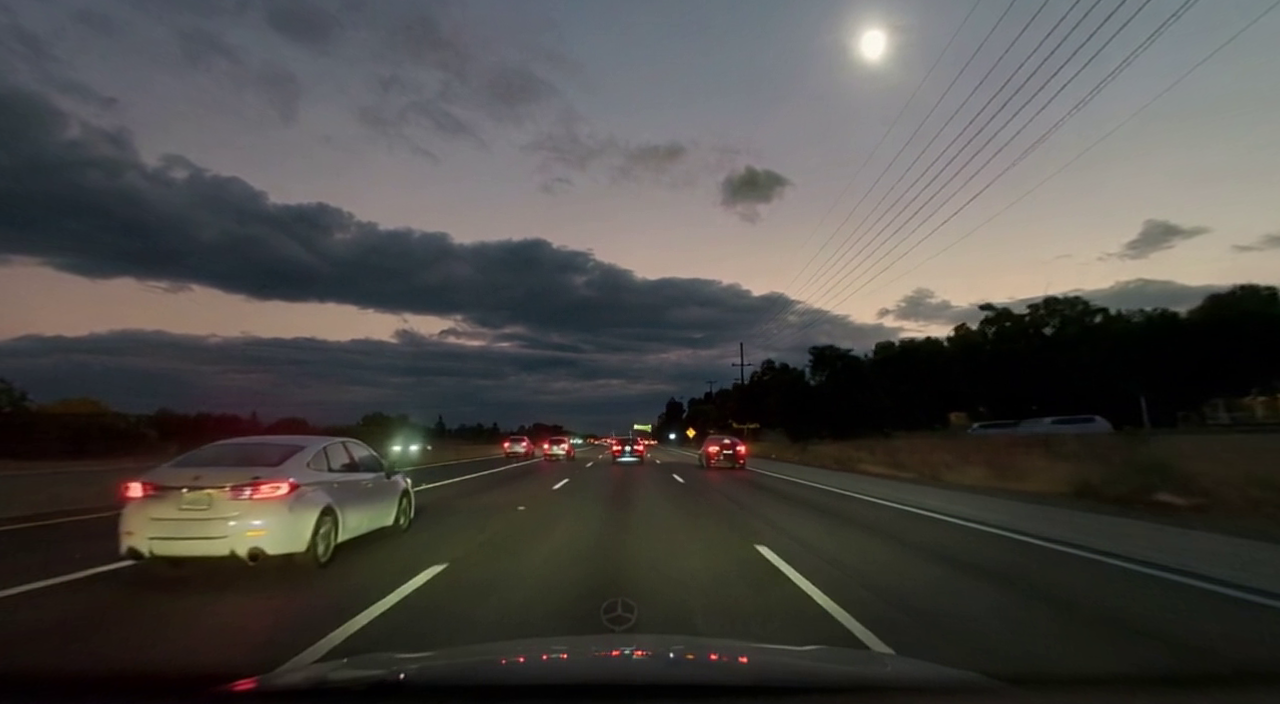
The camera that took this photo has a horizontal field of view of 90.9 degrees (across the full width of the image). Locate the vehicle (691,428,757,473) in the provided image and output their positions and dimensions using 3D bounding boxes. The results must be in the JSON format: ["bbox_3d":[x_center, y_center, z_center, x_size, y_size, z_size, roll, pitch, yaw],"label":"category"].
[{"bbox_3d":[3.364,4.034,26.239,1.950,1.695,4.446,0,-8,-3],"label":"vehicle"}]

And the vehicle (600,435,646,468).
[{"bbox_3d":[-0.804,4.695,29.973,2.086,1.488,3.440,0,-8,-2],"label":"vehicle"}]

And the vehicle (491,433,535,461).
[{"bbox_3d":[-8.007,6.017,40.189,1.980,1.678,4.255,0,-8,0],"label":"vehicle"}]

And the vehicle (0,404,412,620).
[{"bbox_3d":[-4.251,1.482,6.890,2.004,1.607,4.161,0,-8,-1],"label":"vehicle"}]

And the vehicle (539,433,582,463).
[{"bbox_3d":[-4.502,5.497,36.335,1.901,1.601,4.610,0,-8,0],"label":"vehicle"}]
